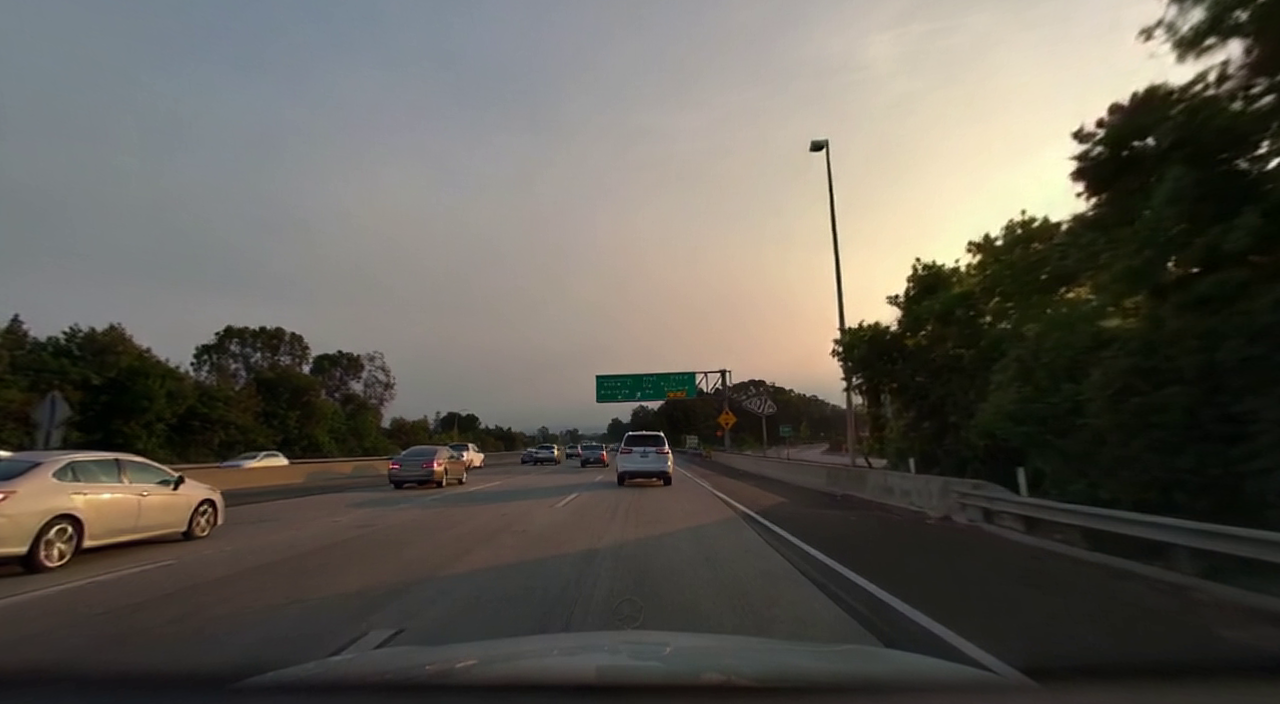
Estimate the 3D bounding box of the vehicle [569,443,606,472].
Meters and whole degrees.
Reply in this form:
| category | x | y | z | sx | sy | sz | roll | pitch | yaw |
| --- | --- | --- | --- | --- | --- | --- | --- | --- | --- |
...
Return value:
| category | x | y | z | sx | sy | sz | roll | pitch | yaw |
| --- | --- | --- | --- | --- | --- | --- | --- | --- | --- |
| vehicle | -3.209 | 6.549 | 39.362 | 1.952 | 1.649 | 4.131 | 0 | -9 | 1 |

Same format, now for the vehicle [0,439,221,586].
| category | x | y | z | sx | sy | sz | roll | pitch | yaw |
| --- | --- | --- | --- | --- | --- | --- | --- | --- | --- |
| vehicle | -7.358 | 1.785 | 7.432 | 1.864 | 1.458 | 4.295 | 0 | -9 | 0 |

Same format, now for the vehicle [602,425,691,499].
| category | x | y | z | sx | sy | sz | roll | pitch | yaw |
| --- | --- | --- | --- | --- | --- | --- | --- | --- | --- |
| vehicle | 0.183 | 3.003 | 17.439 | 2.152 | 1.779 | 3.924 | 0 | -9 | 1 |

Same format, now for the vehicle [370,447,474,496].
| category | x | y | z | sx | sy | sz | roll | pitch | yaw |
| --- | --- | --- | --- | --- | --- | --- | --- | --- | --- |
| vehicle | -7.099 | 3.907 | 21.019 | 1.869 | 1.466 | 4.217 | 0 | -9 | 1 |

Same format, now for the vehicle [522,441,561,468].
| category | x | y | z | sx | sy | sz | roll | pitch | yaw |
| --- | --- | --- | --- | --- | --- | --- | --- | --- | --- |
| vehicle | -7.226 | 7.593 | 46.799 | 2.106 | 1.816 | 4.936 | 0 | -9 | 0 |

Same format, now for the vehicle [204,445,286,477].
| category | x | y | z | sx | sy | sz | roll | pitch | yaw |
| --- | --- | --- | --- | --- | --- | --- | --- | --- | --- |
| vehicle | -24.808 | 6.847 | 39.812 | 2.180 | 1.827 | 4.563 | 0 | -9 | 0 |
